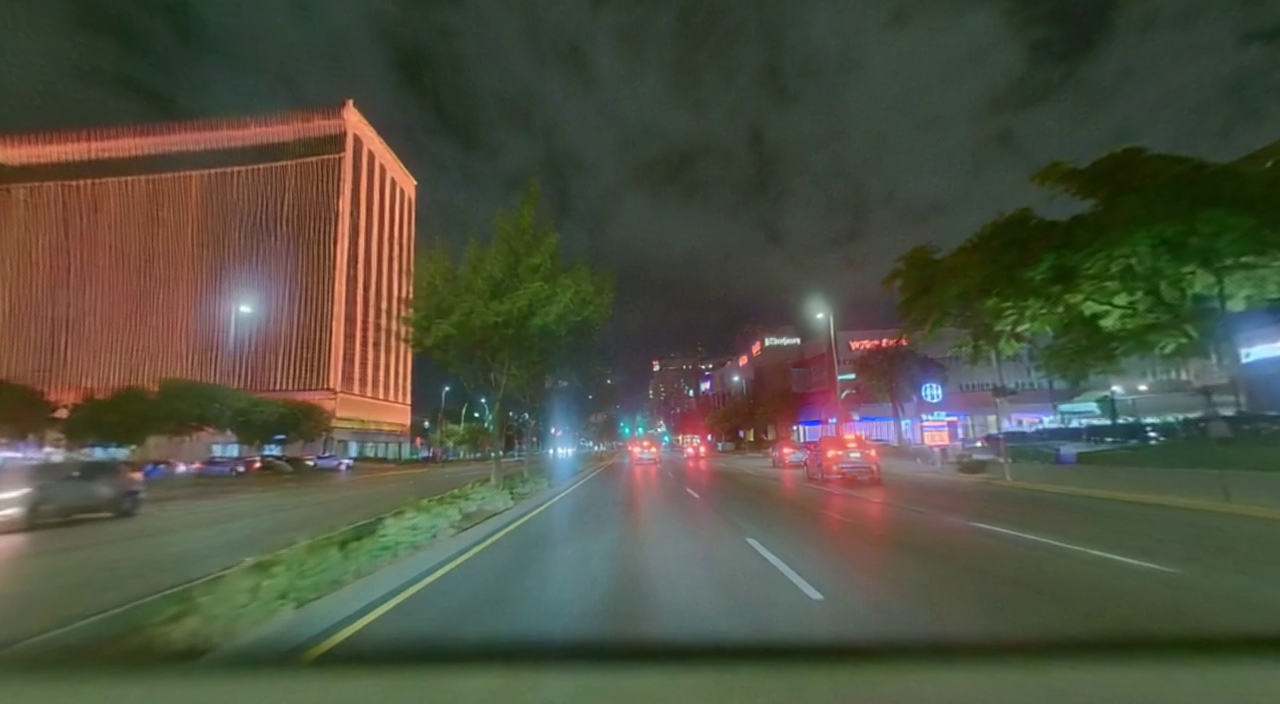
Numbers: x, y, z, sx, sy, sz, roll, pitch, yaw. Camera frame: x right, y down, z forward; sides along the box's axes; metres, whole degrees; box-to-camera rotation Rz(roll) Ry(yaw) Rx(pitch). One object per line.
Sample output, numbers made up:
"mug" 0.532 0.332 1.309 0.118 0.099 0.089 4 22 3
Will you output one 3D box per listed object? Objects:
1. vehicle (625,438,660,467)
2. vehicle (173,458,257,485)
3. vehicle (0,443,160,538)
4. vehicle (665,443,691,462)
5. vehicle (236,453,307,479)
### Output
"vehicle" 0.131 6.315 39.863 2.100 1.683 4.231 0 -8 0
"vehicle" -26.298 7.371 39.329 1.815 1.470 4.581 -1 -8 4
"vehicle" -13.045 2.862 13.533 1.953 1.778 4.482 -1 -8 0
"vehicle" 2.939 7.834 49.427 1.685 1.441 3.795 0 -8 -1
"vehicle" -25.755 7.978 44.399 2.051 1.644 4.674 -1 -8 1
